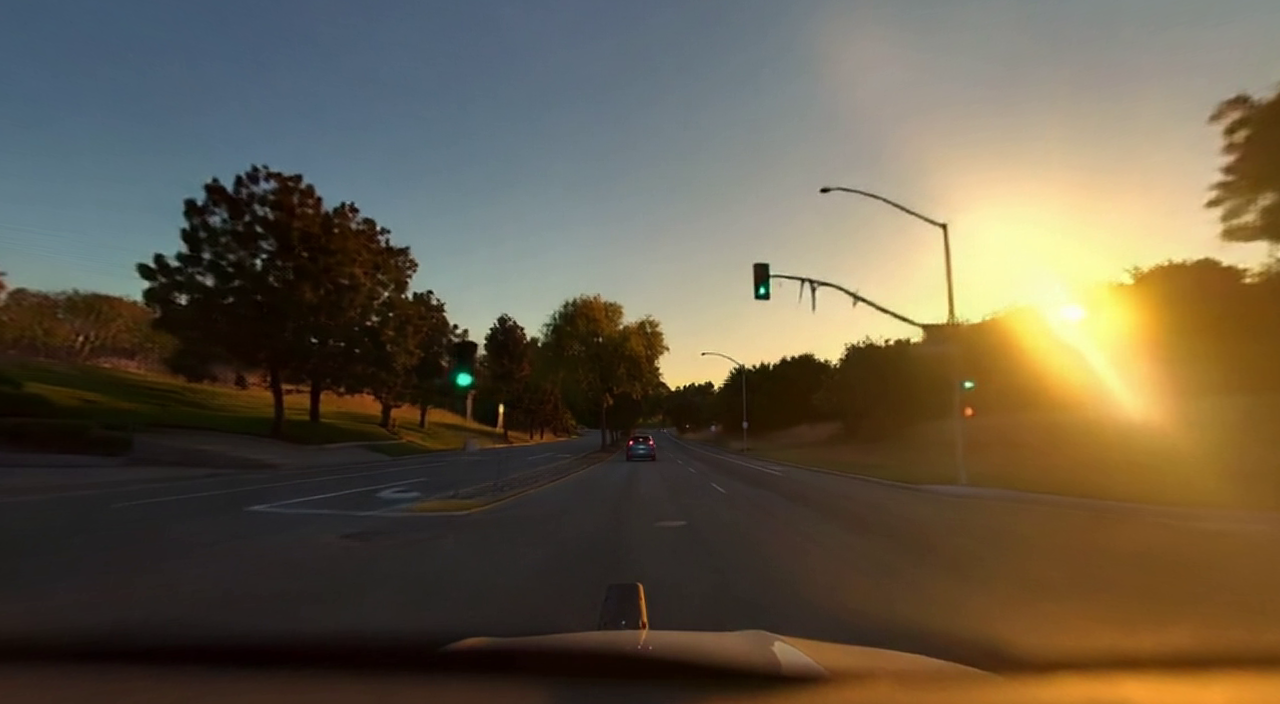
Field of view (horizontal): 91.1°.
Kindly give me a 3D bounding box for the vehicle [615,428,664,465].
[{"bbox_3d":[-0.019,4.710,31.345,2.256,1.734,4.176,0,-8,0],"label":"vehicle"}]
